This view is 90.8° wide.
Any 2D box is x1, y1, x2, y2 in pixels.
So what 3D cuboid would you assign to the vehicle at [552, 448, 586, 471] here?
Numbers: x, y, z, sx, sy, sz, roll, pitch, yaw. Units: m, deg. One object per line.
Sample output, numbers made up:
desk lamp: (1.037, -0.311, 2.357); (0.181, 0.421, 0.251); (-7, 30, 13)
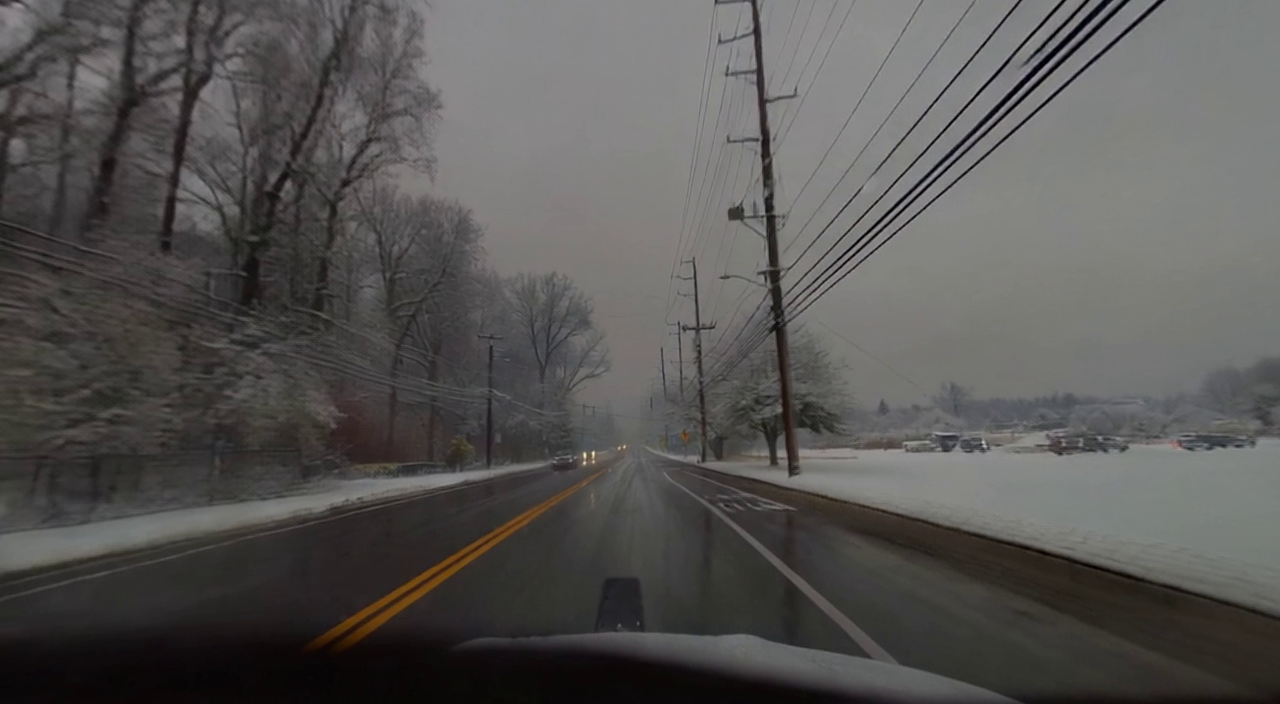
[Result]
vehicle: (-4.942, 7.521, 44.448); (1.966, 1.468, 4.207); (0, -8, 0)
